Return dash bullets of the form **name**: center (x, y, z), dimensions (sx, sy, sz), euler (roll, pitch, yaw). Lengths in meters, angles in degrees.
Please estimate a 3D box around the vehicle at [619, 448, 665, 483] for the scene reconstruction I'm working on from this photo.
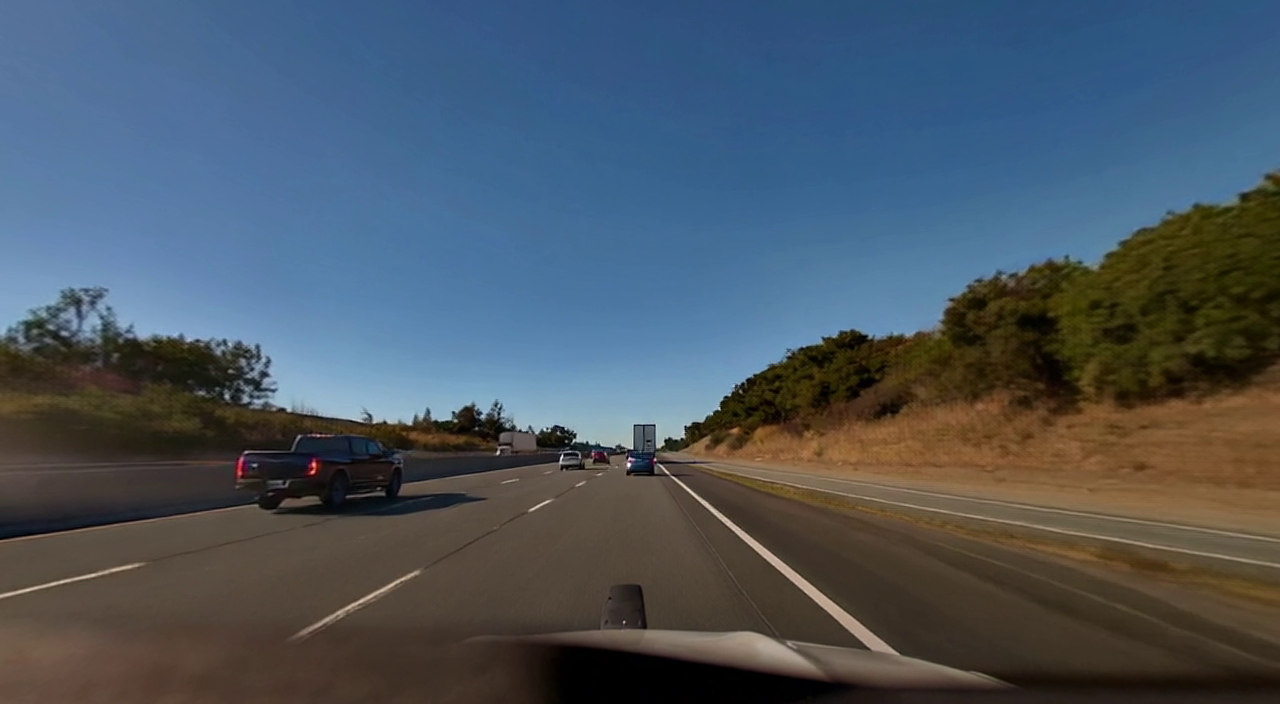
- **vehicle**: center (0.073, 5.200, 29.093), dimensions (1.991, 1.507, 3.391), euler (0, -9, -1)

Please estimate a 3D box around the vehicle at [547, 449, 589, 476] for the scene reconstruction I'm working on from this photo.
- **vehicle**: center (-4.253, 6.601, 37.922), dimensions (2.018, 1.504, 4.431), euler (0, -9, 0)

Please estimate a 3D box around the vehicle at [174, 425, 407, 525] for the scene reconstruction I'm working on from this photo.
- **vehicle**: center (-7.647, 2.762, 14.696), dimensions (2.316, 1.875, 5.337), euler (0, -9, 0)
